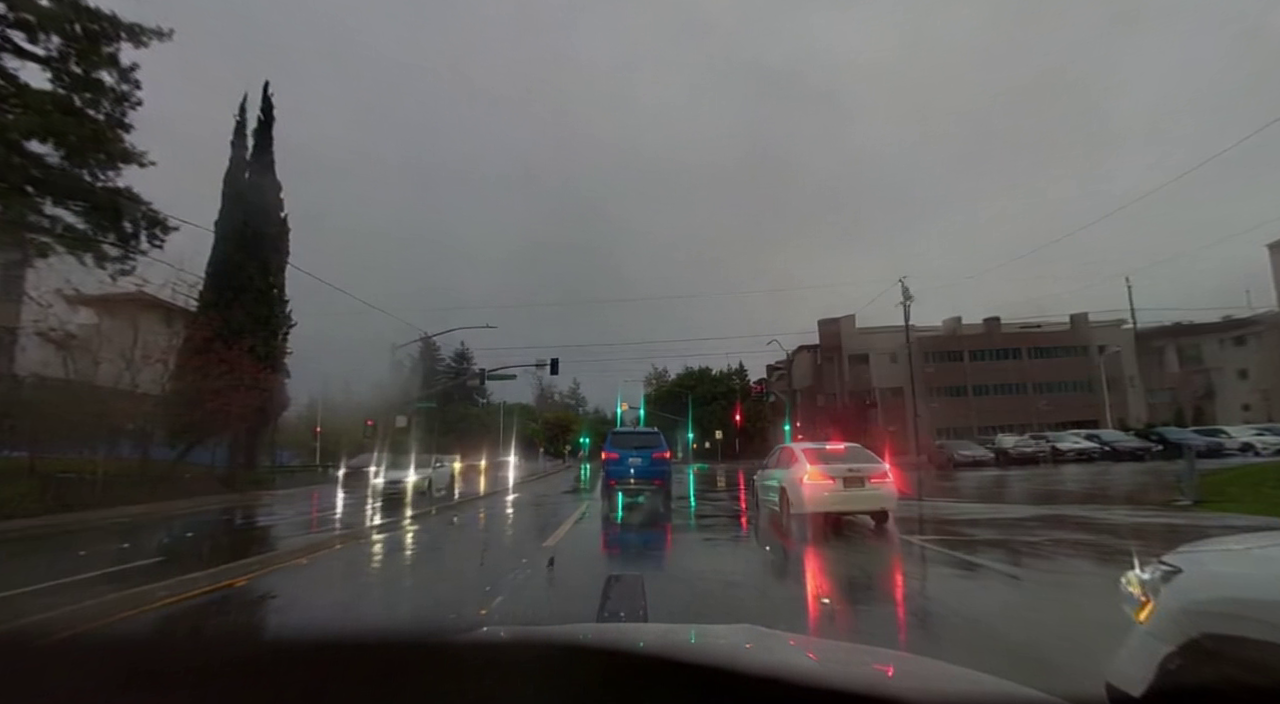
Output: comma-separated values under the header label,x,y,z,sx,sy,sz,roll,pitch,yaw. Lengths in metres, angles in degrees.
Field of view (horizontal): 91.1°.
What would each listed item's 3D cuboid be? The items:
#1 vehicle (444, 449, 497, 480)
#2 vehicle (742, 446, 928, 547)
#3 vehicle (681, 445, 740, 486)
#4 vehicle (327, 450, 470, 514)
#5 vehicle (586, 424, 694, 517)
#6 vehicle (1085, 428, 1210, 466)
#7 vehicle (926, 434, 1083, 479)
label,x,y,z,sx,sy,sz,roll,pitch,yaw
vehicle,-10.809,7.182,40.372,2.161,1.764,4.725,0,-9,-1
vehicle,3.283,2.490,11.634,1.900,1.478,4.425,0,-9,-2
vehicle,3.168,5.215,29.204,2.138,1.729,4.178,0,-9,-2
vehicle,-6.367,3.448,17.239,2.054,1.478,4.584,0,-9,0
vehicle,-0.027,2.839,15.530,2.296,1.947,4.168,0,-9,-1
vehicle,26.611,5.005,33.045,4.704,1.919,2.130,0,-9,-2
vehicle,13.602,3.896,23.617,4.648,1.583,2.018,0,-9,-2
